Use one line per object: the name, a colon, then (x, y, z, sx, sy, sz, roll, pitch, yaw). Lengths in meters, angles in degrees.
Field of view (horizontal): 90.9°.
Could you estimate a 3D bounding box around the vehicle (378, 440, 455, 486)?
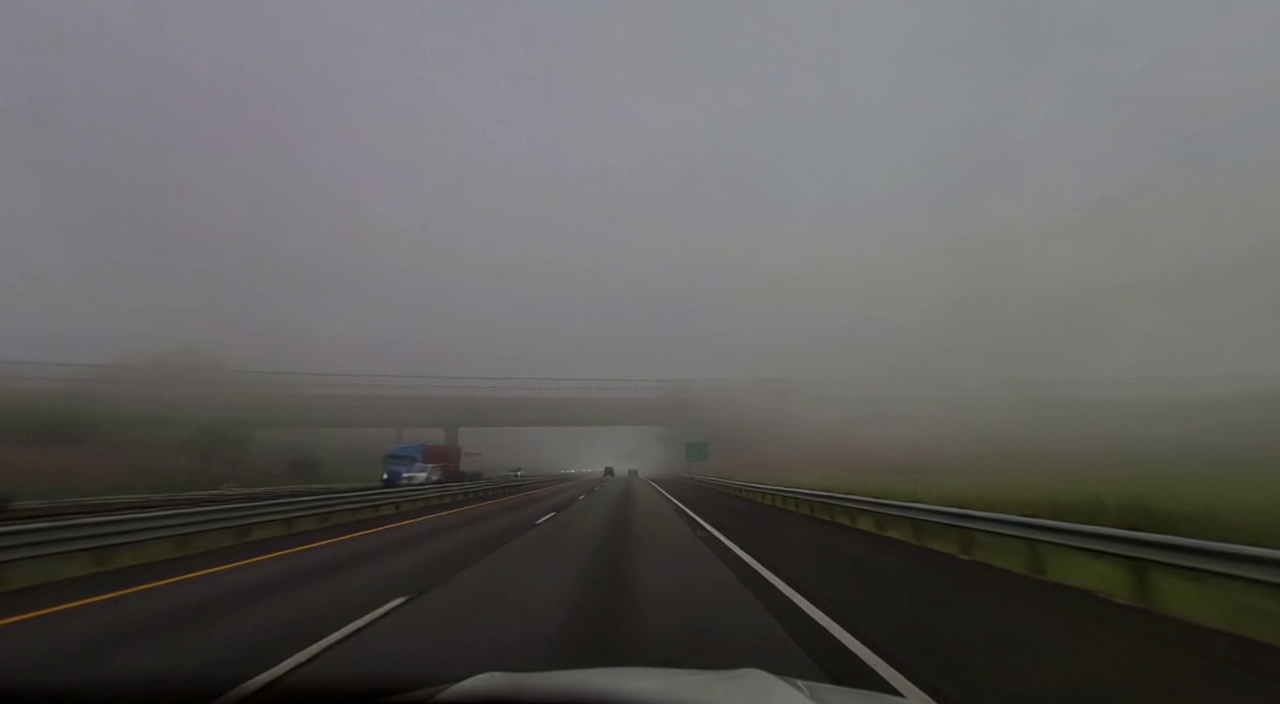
vehicle: (-16.882, 8.530, 48.232, 2.913, 3.149, 7.507, 1, -10, 1)
